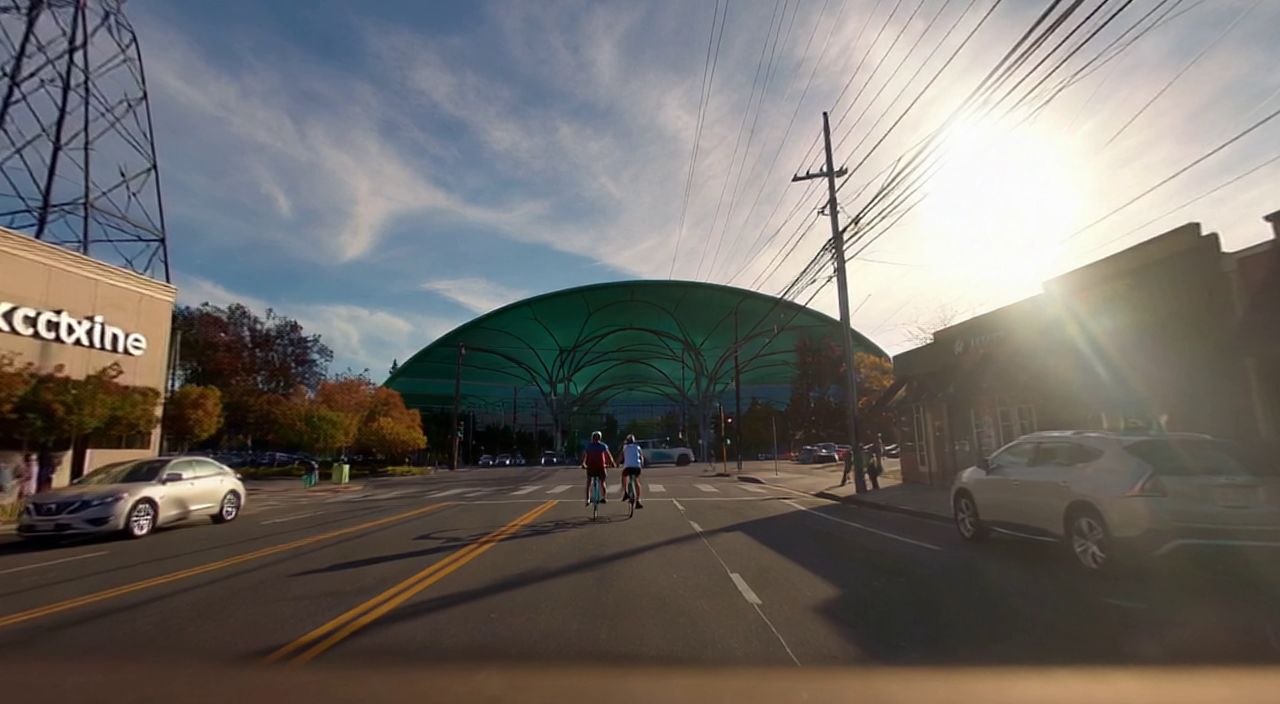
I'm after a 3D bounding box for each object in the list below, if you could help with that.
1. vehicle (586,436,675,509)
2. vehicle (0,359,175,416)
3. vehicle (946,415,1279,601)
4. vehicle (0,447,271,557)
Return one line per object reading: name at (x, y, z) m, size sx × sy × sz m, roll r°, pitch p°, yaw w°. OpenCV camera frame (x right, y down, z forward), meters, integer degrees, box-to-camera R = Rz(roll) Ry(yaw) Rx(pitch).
vehicle at (-0.189, 3.284, 17.665) m, size 2.190 × 1.783 × 4.048 m, roll 0°, pitch -8°, yaw 1°
vehicle at (-17.100, 1.144, 19.699) m, size 3.685 × 1.584 × 1.708 m, roll 1°, pitch -9°, yaw -3°
vehicle at (5.822, 1.749, 7.945) m, size 1.873 × 1.714 × 3.979 m, roll 0°, pitch -8°, yaw -1°
vehicle at (-10.234, 2.918, 13.228) m, size 2.075 × 1.816 × 4.900 m, roll 0°, pitch -8°, yaw -1°
